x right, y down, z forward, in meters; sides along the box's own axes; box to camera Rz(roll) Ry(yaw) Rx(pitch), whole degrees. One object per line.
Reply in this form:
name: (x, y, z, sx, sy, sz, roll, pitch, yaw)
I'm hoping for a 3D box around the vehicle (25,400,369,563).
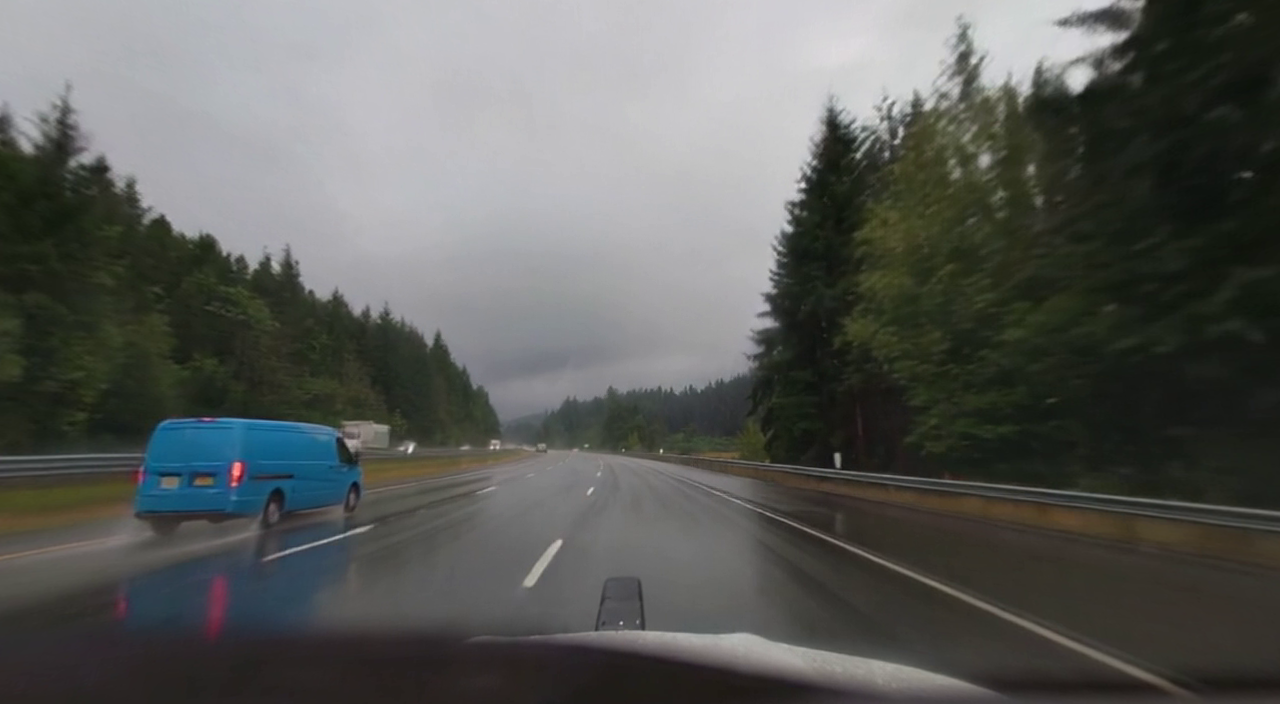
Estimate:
vehicle: (-6.671, 2.020, 10.514, 2.197, 2.038, 4.919, 0, -9, -2)
